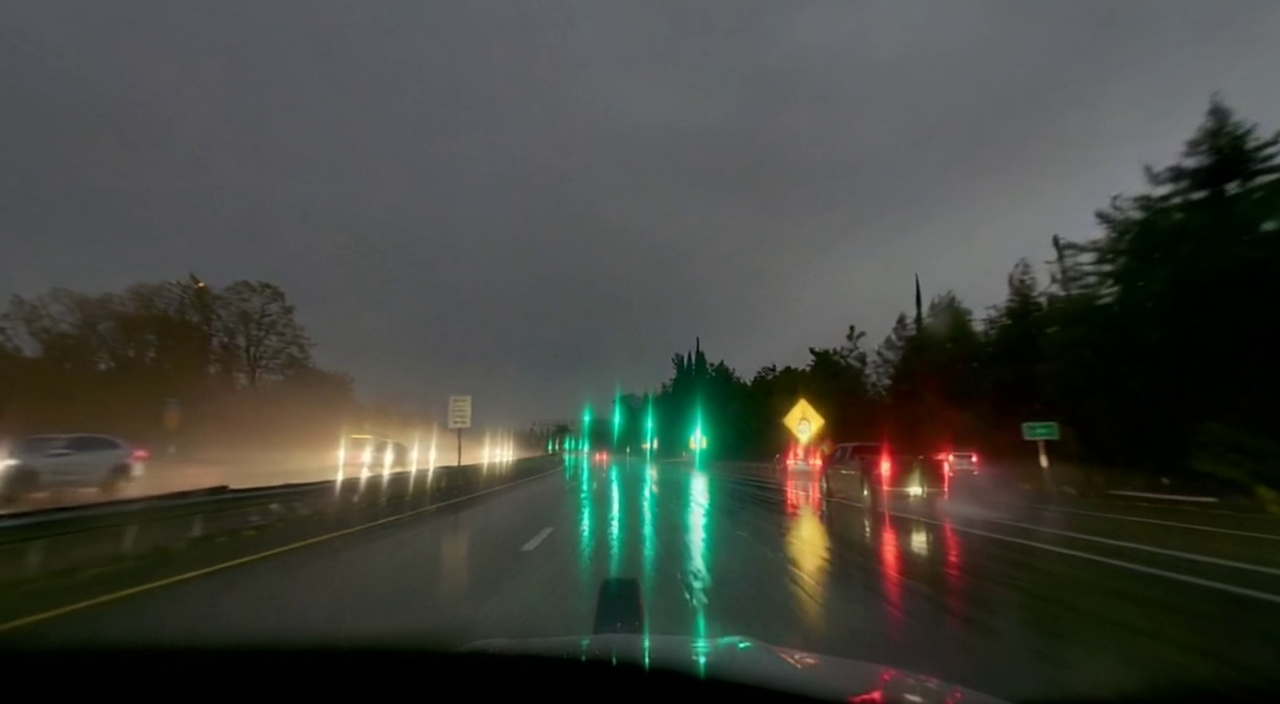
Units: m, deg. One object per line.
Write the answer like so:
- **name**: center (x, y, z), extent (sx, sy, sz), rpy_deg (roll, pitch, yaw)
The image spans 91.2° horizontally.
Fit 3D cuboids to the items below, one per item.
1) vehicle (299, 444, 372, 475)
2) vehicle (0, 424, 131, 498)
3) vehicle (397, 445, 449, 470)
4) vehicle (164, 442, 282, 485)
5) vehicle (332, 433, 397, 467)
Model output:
- **vehicle**: center (-15.678, 5.538, 32.514), extent (1.791, 1.478, 4.072), rpy_deg (0, -9, -1)
- **vehicle**: center (-14.622, 2.495, 14.462), extent (1.906, 1.558, 4.561), rpy_deg (0, -9, -1)
- **vehicle**: center (-13.770, 6.700, 40.019), extent (1.822, 1.492, 4.026), rpy_deg (0, -9, 1)
- **vehicle**: center (-15.315, 4.091, 23.302), extent (1.750, 1.437, 3.997), rpy_deg (0, -9, -3)
- **vehicle**: center (-20.583, 7.375, 47.179), extent (2.300, 2.303, 6.068), rpy_deg (0, -9, -2)
